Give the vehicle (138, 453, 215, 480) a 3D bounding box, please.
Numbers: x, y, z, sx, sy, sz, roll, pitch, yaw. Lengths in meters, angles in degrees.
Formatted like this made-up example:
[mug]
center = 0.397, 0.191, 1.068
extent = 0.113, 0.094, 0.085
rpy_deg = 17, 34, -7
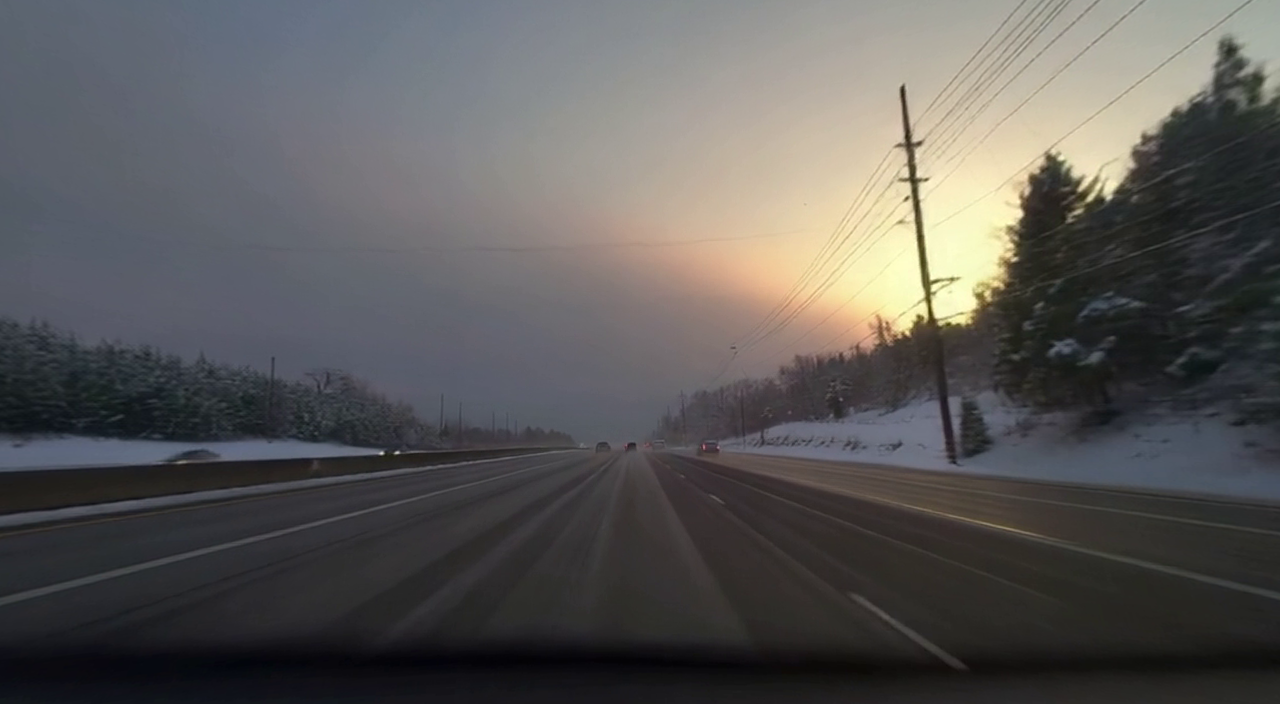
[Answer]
[vehicle]
center = -28.420, 7.025, 38.911
extent = 1.755, 1.484, 3.979
rpy_deg = 0, -9, -1
